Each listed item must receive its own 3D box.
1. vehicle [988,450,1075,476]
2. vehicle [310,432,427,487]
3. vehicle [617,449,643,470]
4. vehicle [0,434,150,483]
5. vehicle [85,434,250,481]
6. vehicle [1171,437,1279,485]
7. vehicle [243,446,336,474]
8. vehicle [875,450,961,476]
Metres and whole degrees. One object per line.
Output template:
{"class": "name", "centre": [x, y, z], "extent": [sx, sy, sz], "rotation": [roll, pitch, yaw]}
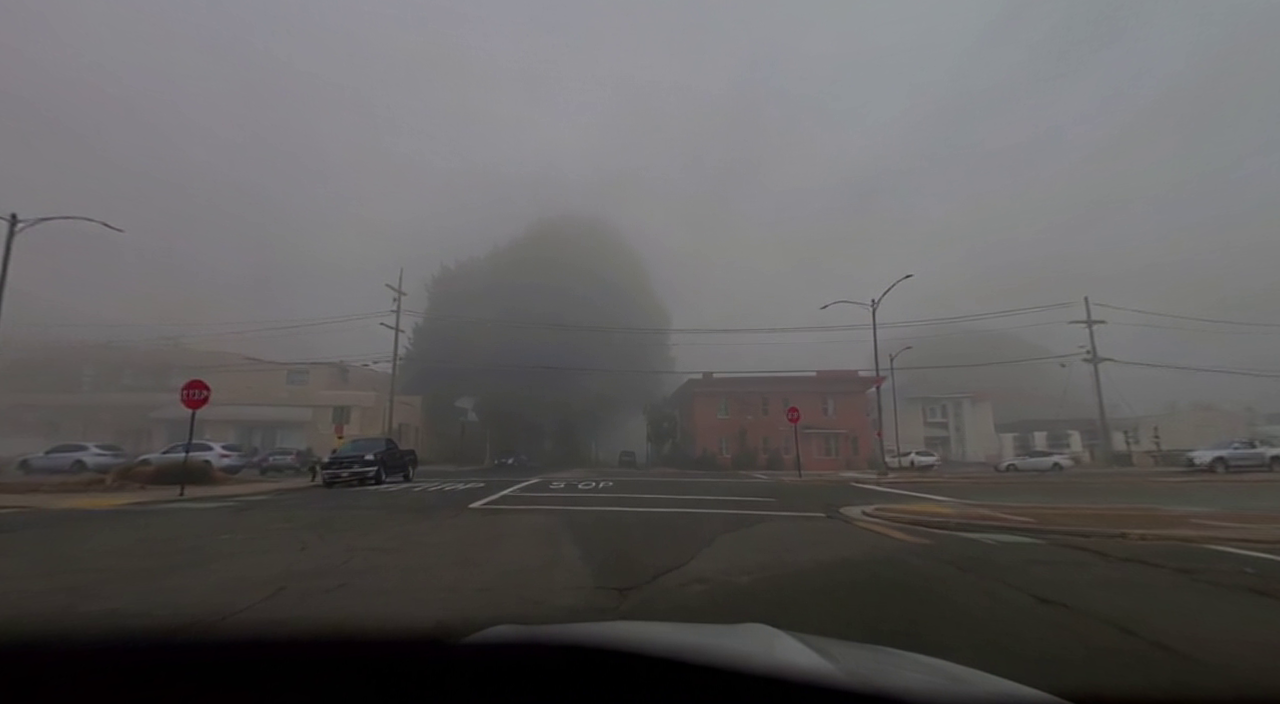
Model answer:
{"class": "vehicle", "centre": [24.959, 7.099, 40.234], "extent": [4.323, 1.507, 1.896], "rotation": [2, -8, -4]}
{"class": "vehicle", "centre": [-8.978, 3.631, 21.398], "extent": [2.156, 1.620, 4.945], "rotation": [1, -9, -6]}
{"class": "vehicle", "centre": [-0.833, 8.469, 49.657], "extent": [1.851, 1.471, 4.372], "rotation": [1, -8, -4]}
{"class": "vehicle", "centre": [-21.608, 3.992, 23.955], "extent": [1.887, 1.619, 4.187], "rotation": [-4, -9, 30]}
{"class": "vehicle", "centre": [-18.142, 4.035, 24.440], "extent": [2.010, 1.583, 4.582], "rotation": [-5, -10, 34]}
{"class": "vehicle", "centre": [28.545, 5.077, 29.517], "extent": [5.277, 2.032, 2.408], "rotation": [2, -6, -4]}
{"class": "vehicle", "centre": [-20.728, 6.407, 37.397], "extent": [4.277, 1.527, 1.987], "rotation": [1, -8, -3]}
{"class": "vehicle", "centre": [17.506, 6.996, 39.788], "extent": [4.528, 1.458, 1.939], "rotation": [2, -7, -5]}
